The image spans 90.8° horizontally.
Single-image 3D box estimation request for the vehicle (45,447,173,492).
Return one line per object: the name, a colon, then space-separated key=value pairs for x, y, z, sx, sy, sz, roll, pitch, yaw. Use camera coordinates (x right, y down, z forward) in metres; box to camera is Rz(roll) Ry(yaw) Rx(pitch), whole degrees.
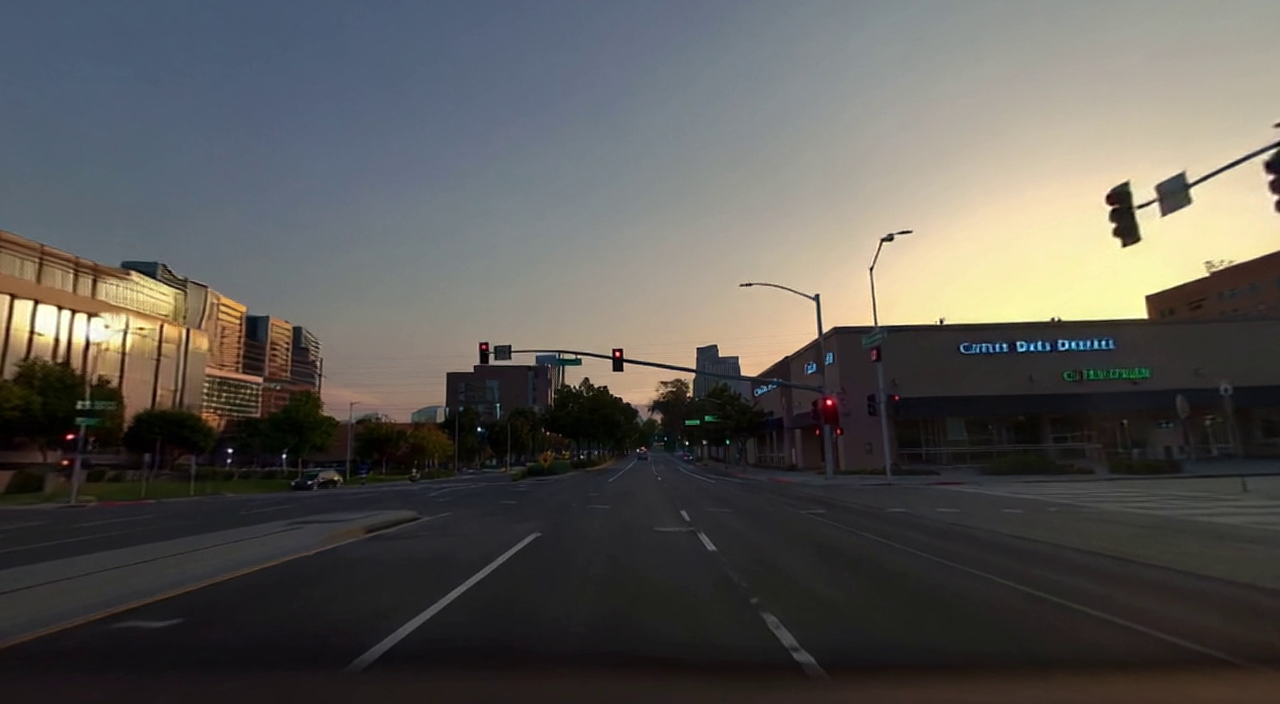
vehicle: x=-40.916 y=9.019 z=48.808 sx=7.220 sy=3.287 sz=2.764 roll=0 pitch=-8 yaw=0
